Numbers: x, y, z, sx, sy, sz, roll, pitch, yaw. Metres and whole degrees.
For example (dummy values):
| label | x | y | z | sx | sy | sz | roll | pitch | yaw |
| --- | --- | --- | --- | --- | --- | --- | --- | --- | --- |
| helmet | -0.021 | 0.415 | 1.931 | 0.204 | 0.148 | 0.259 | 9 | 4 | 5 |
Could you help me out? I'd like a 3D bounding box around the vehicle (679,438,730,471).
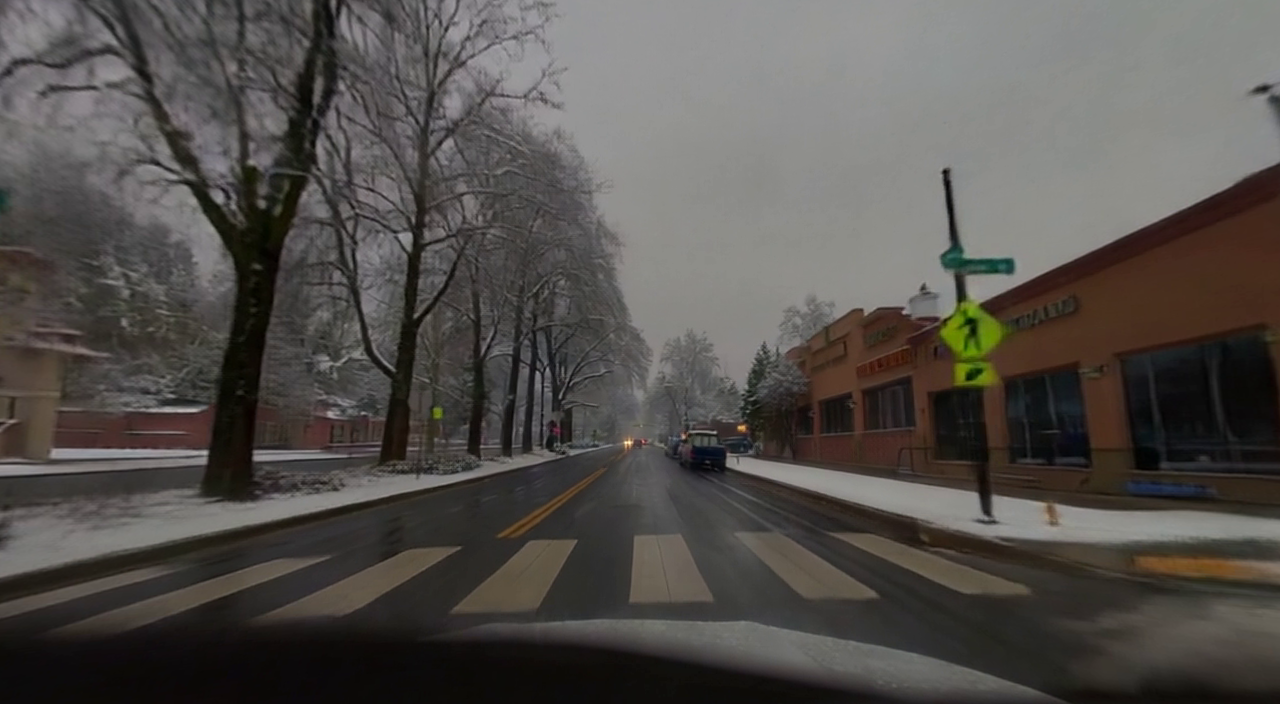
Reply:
| label | x | y | z | sx | sy | sz | roll | pitch | yaw |
| --- | --- | --- | --- | --- | --- | --- | --- | --- | --- |
| vehicle | 3.141 | 5.105 | 31.607 | 2.152 | 1.527 | 4.010 | 0 | -9 | 0 |
